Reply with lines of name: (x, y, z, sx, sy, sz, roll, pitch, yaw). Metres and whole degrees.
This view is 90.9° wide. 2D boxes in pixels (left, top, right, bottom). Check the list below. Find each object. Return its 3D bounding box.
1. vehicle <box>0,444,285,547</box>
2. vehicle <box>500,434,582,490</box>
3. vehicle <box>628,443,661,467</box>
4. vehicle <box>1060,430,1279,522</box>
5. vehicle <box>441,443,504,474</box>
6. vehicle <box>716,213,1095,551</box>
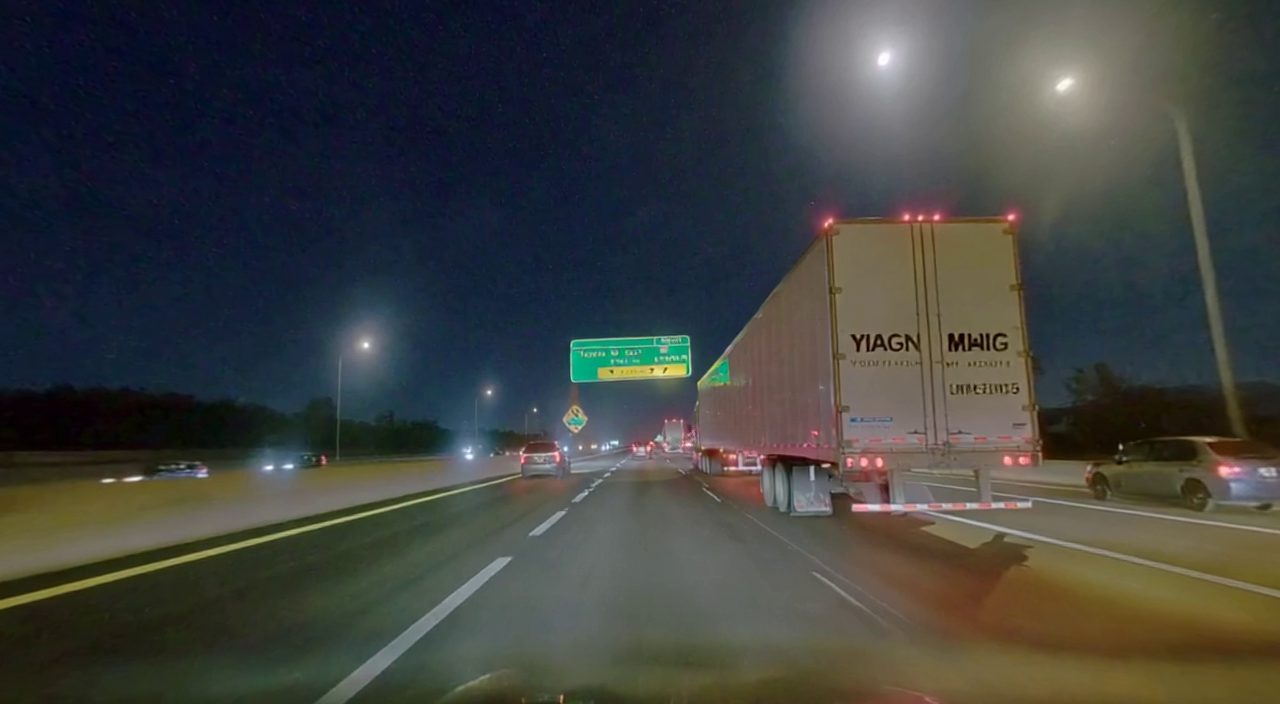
vehicle: (-8.958, 2.467, 11.626, 2.042, 1.482, 4.708, 0, -9, 1)
vehicle: (-3.278, 3.753, 21.823, 2.058, 1.711, 4.226, 0, -9, 1)
vehicle: (0.263, 6.808, 41.721, 2.063, 1.469, 4.208, 0, -9, -1)
vehicle: (11.016, 2.367, 12.633, 1.917, 1.471, 4.759, 0, -9, 0)
vehicle: (-8.915, 5.696, 33.974, 2.080, 1.546, 4.386, 0, -9, 1)
vehicle: (3.863, 1.221, 13.800, 2.821, 4.077, 12.562, 0, -9, 0)
